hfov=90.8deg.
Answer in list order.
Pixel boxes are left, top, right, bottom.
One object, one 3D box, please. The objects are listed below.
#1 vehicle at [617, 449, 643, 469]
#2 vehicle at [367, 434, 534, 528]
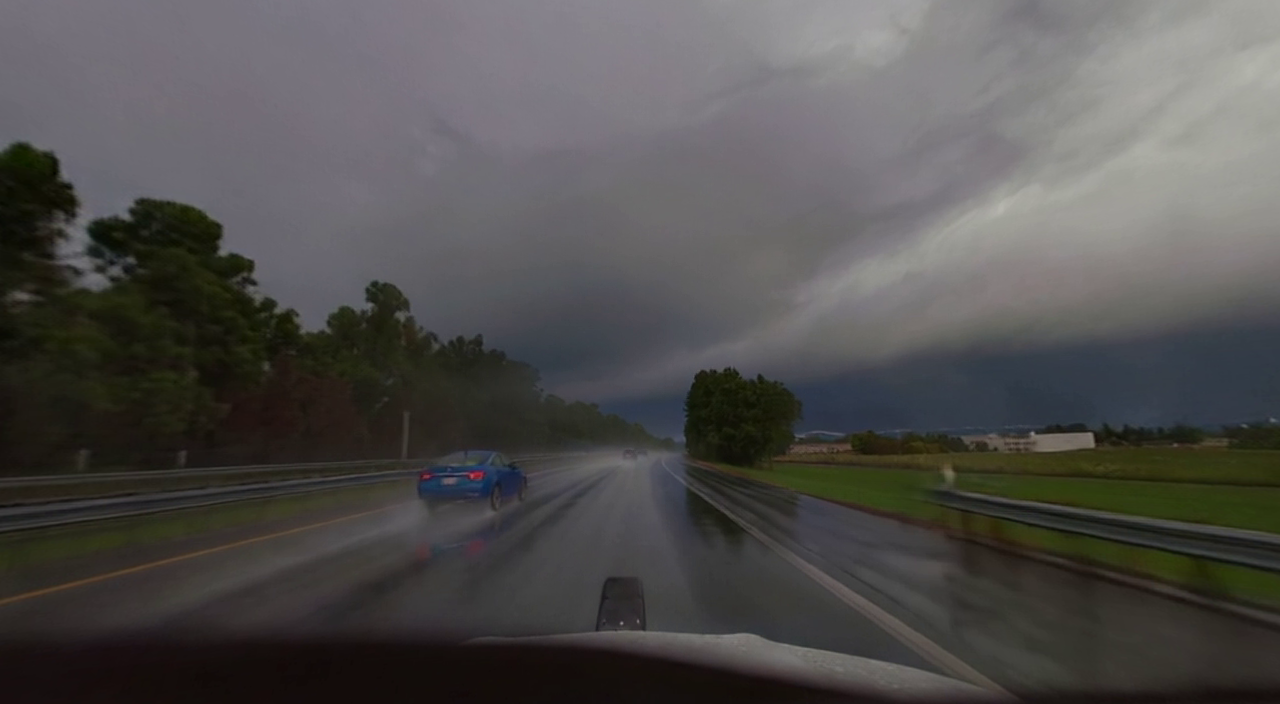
[{"bbox_3d":[-0.724,8.315,49.244,1.917,1.450,3.997,0,-9,1],"label":"vehicle"},{"bbox_3d":[-3.595,2.525,12.876,2.088,1.586,4.000,0,-9,1],"label":"vehicle"}]
